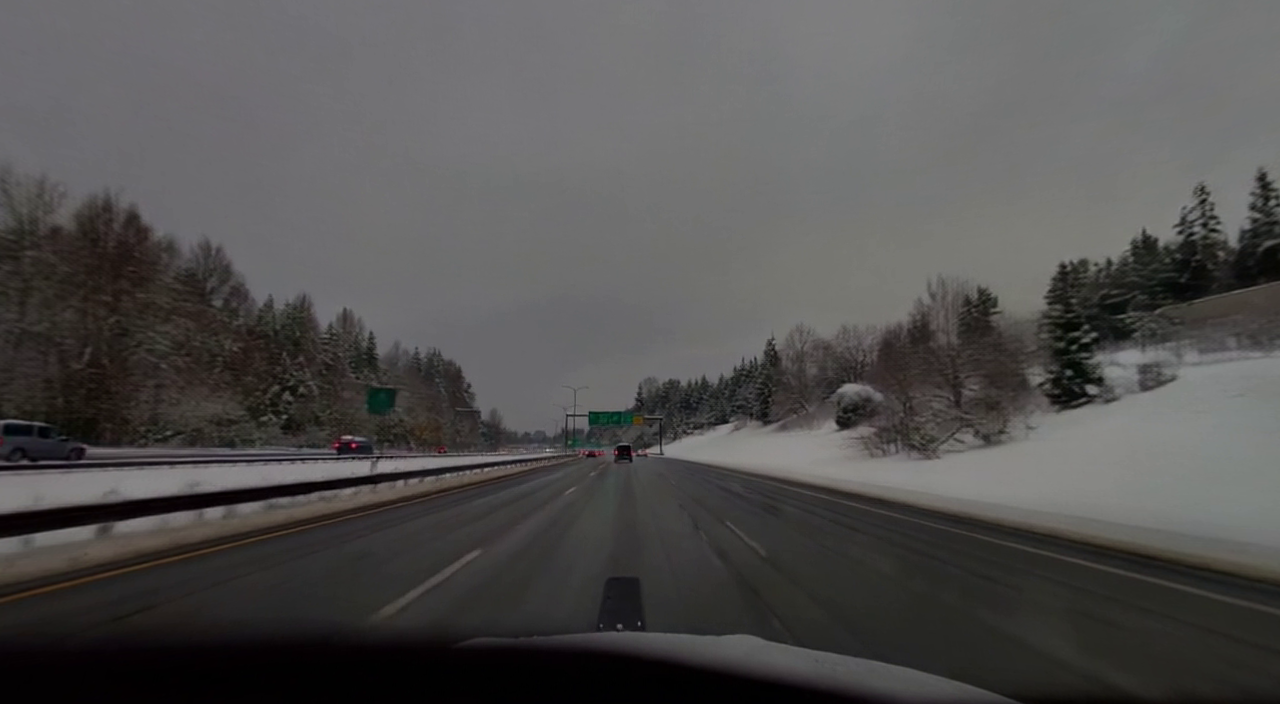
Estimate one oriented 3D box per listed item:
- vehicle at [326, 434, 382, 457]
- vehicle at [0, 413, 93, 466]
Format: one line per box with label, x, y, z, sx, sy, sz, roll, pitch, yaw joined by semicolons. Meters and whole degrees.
vehicle;-19.708;6.478;43.558;1.901;1.465;4.173;0;-9;0
vehicle;-19.181;2.669;19.114;1.879;1.492;3.607;0;-9;-1
